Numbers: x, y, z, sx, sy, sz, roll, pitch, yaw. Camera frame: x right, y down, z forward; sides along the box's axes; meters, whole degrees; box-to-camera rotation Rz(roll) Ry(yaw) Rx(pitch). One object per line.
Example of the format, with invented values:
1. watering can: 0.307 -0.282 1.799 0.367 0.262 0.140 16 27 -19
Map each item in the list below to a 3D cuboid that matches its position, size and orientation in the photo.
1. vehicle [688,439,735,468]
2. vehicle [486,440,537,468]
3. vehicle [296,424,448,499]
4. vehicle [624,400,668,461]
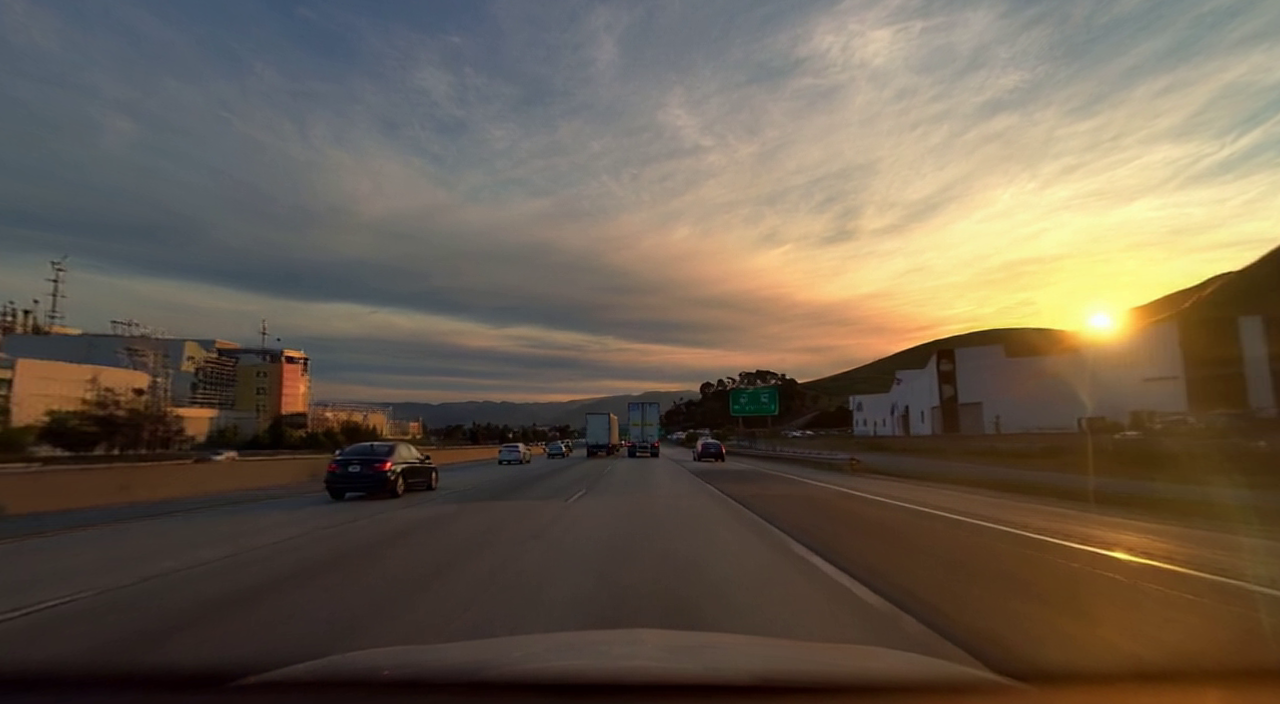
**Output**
1. vehicle: 3.765 5.451 34.055 2.006 1.452 4.246 0 -9 -1
2. vehicle: -7.241 5.798 36.084 1.891 1.460 4.506 0 -8 1
3. vehicle: -7.017 2.908 17.146 2.122 1.754 4.379 0 -8 1
4. vehicle: 0.347 6.115 48.288 2.969 4.104 10.906 0 -9 -1
